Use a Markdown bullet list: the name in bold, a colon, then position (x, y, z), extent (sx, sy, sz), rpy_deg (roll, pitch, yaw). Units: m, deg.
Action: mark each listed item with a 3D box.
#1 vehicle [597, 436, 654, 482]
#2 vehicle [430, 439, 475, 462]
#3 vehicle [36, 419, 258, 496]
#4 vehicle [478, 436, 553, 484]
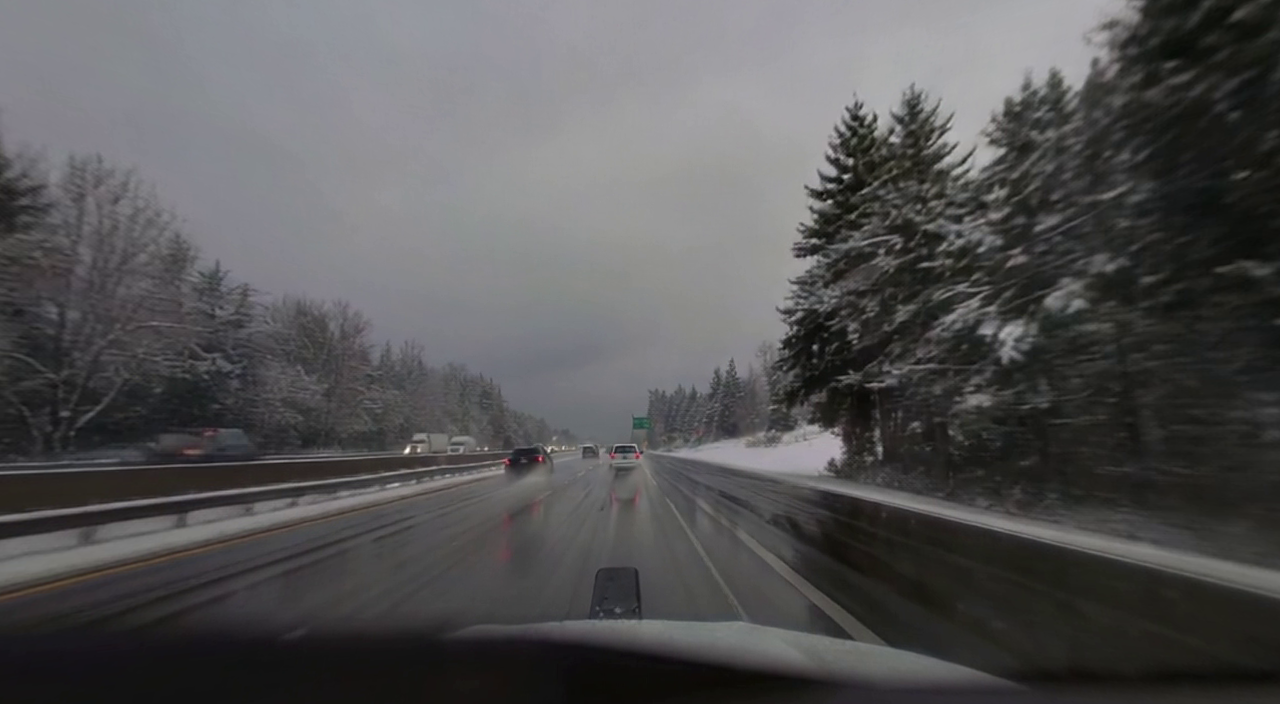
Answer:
- **vehicle**: position (-0.579, 4.276, 25.295), extent (2.115, 1.661, 4.049), rpy_deg (0, -9, -1)
- **vehicle**: position (-14.017, 7.424, 47.048), extent (2.003, 1.594, 4.599), rpy_deg (-1, -9, 0)
- **vehicle**: position (-12.348, 2.705, 16.219), extent (2.032, 1.672, 4.515), rpy_deg (-1, -9, 0)
- **vehicle**: position (-4.775, 4.217, 24.763), extent (1.974, 1.688, 4.727), rpy_deg (-1, -9, 0)
